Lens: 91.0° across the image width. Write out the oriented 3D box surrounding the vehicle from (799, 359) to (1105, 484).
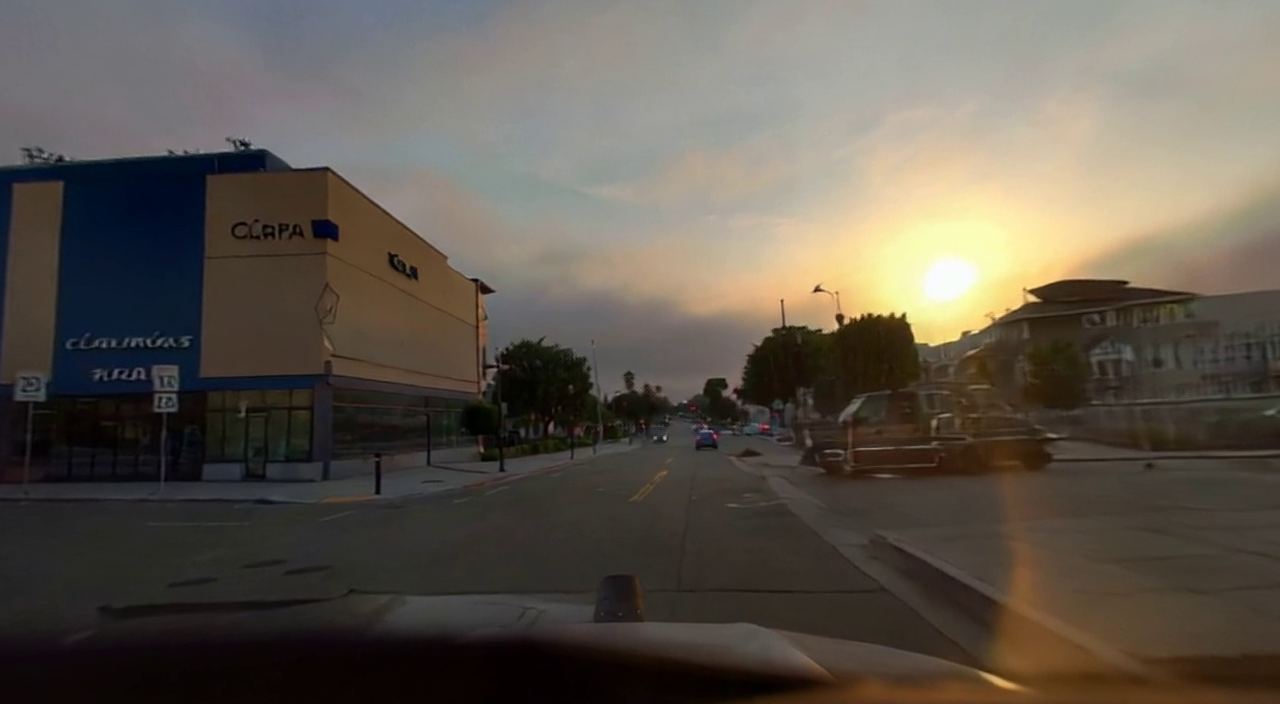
[{"bbox_3d":[7.320,1.768,15.400,6.221,2.498,2.239,-7,-10,39],"label":"vehicle"}]
